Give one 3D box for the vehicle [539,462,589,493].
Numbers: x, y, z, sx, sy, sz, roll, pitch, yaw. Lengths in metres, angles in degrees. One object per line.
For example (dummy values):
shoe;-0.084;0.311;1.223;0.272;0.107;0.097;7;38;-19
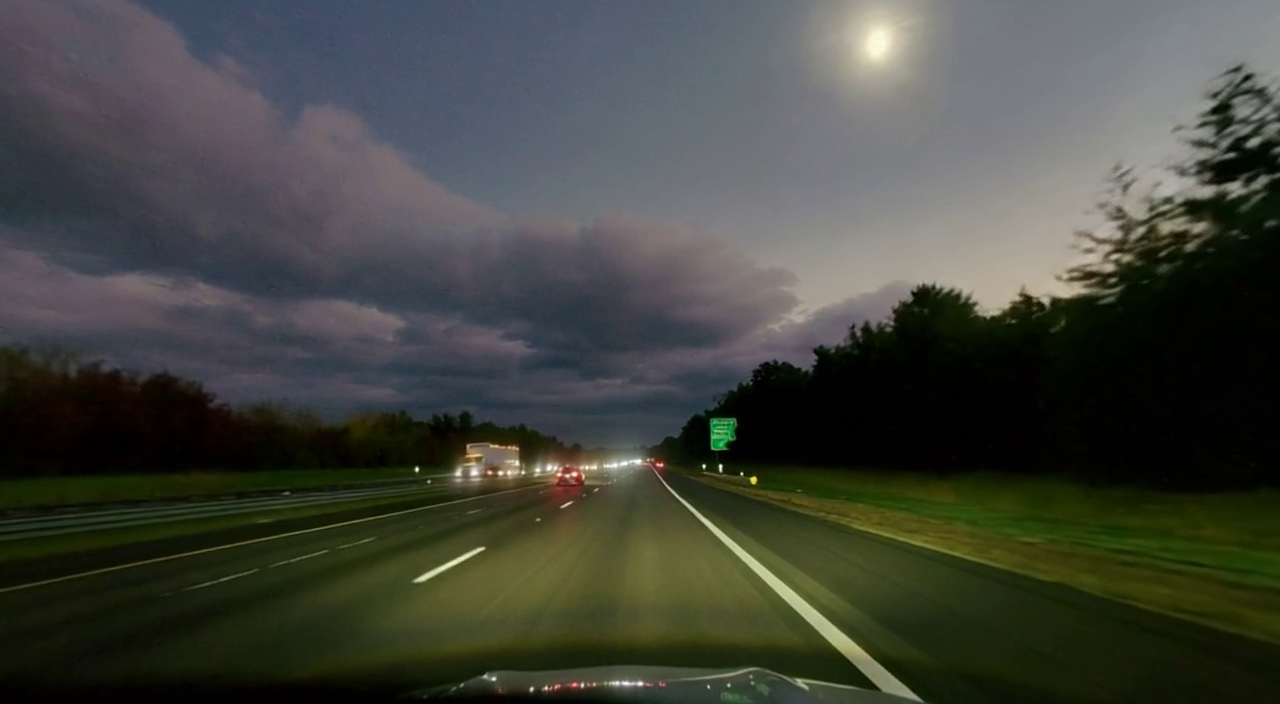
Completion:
vehicle;-3.894;6.563;33.068;2.043;1.486;4.442;1;-10;0
